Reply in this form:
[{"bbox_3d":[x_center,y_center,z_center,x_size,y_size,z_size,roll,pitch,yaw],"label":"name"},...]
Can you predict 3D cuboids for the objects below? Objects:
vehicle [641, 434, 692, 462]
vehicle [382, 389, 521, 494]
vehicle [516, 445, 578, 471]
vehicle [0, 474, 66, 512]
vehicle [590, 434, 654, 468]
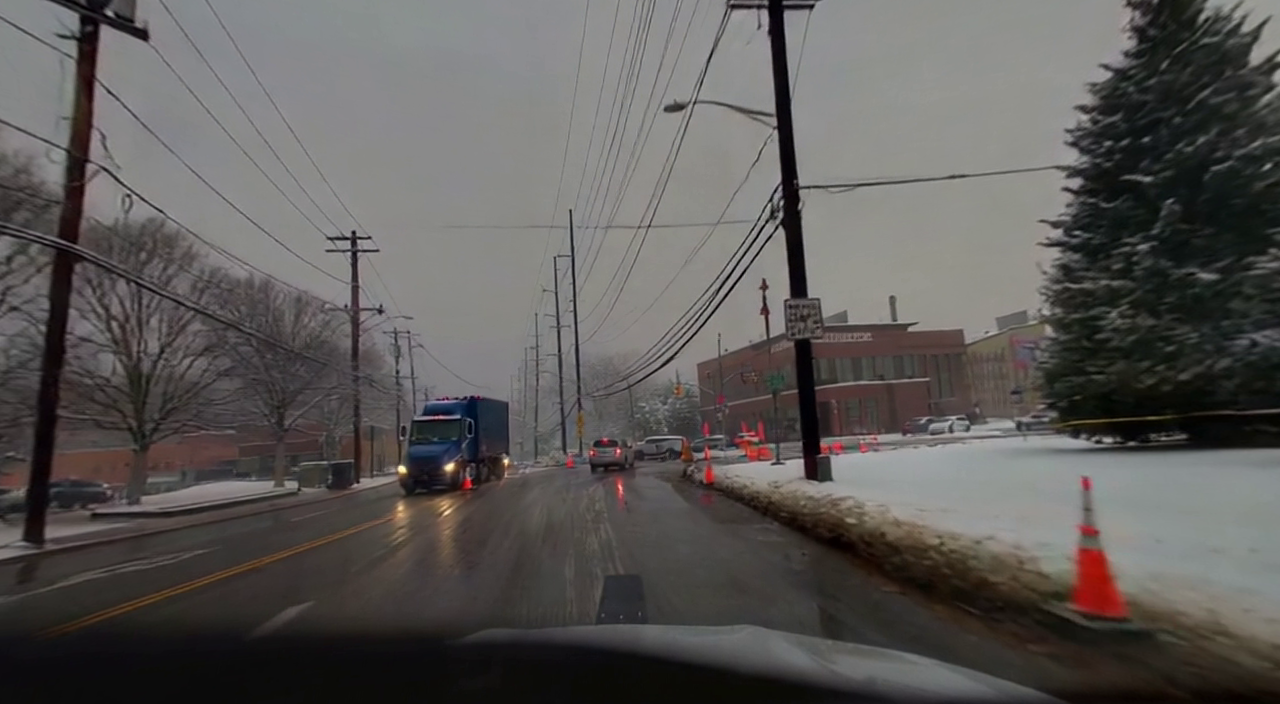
[{"bbox_3d":[2.014,6.921,45.758,2.206,1.911,5.548,-3,-8,18],"label":"vehicle"},{"bbox_3d":[-7.962,4.035,28.772,3.007,3.800,11.011,-1,-8,0],"label":"vehicle"},{"bbox_3d":[-6.023,6.923,41.490,2.103,1.526,4.743,-3,-8,18],"label":"vehicle"},{"bbox_3d":[-34.322,7.741,34.478,4.158,1.736,1.971,-4,-7,2],"label":"vehicle"},{"bbox_3d":[-0.975,5.932,38.041,2.256,1.859,5.118,-3,-8,17],"label":"vehicle"}]
